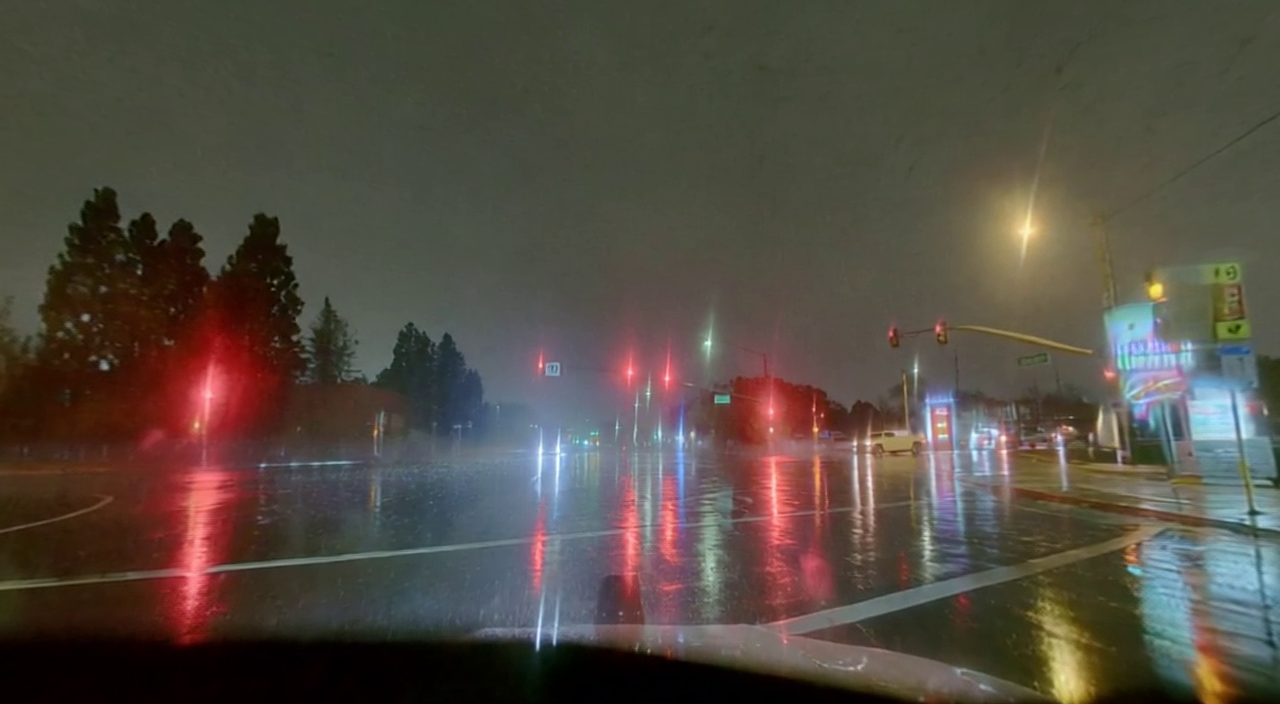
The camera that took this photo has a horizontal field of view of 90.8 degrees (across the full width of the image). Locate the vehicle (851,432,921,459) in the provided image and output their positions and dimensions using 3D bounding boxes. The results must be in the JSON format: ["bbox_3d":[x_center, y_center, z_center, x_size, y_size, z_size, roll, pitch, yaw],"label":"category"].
[{"bbox_3d":[17.611,6.701,45.254,4.600,1.783,1.970,4,-10,-26],"label":"vehicle"}]
